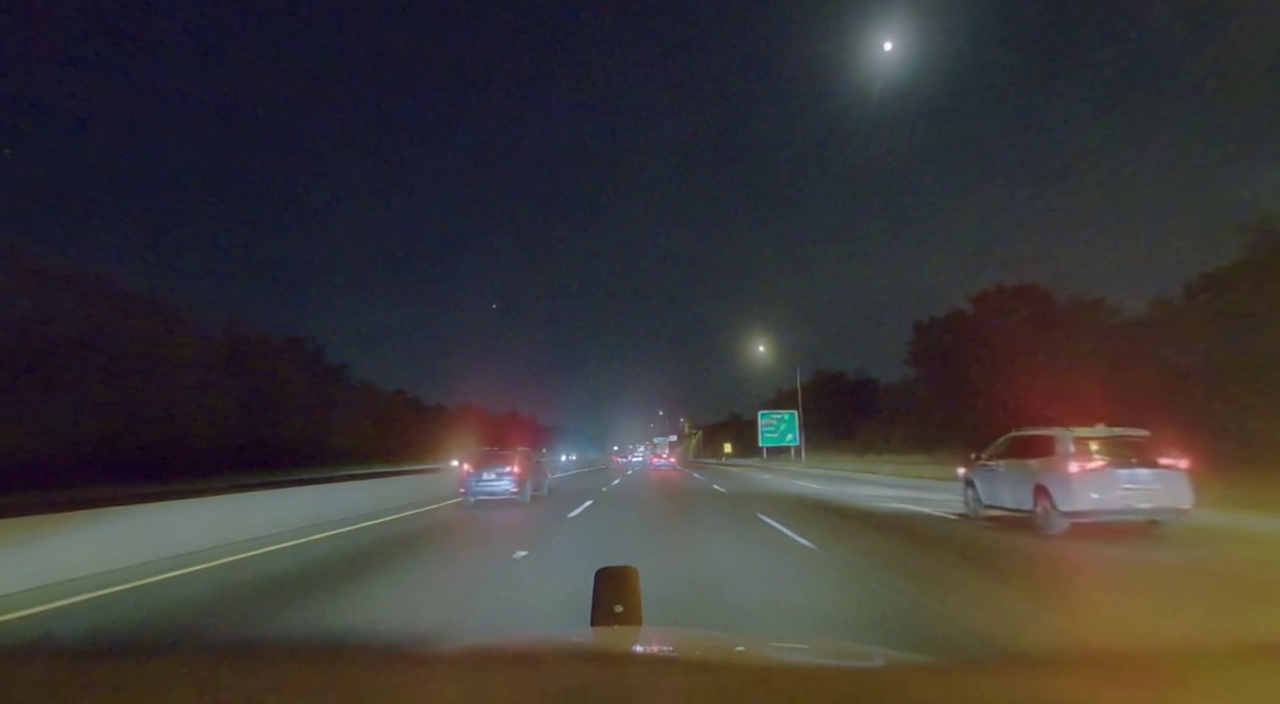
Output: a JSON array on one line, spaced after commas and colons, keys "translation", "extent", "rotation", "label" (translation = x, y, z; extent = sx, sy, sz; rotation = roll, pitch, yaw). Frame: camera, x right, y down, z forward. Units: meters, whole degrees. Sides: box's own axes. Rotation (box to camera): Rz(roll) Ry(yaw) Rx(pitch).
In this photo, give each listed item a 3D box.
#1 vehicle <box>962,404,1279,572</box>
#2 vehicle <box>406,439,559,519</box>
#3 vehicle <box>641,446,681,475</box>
[{"translation": [6.351, 1.683, 8.446], "extent": [2.143, 1.667, 4.221], "rotation": [-2, -9, 7], "label": "vehicle"}, {"translation": [-3.526, 2.921, 14.978], "extent": [2.084, 1.594, 4.219], "rotation": [-2, -9, 8], "label": "vehicle"}, {"translation": [1.286, 6.323, 36.762], "extent": [1.969, 1.595, 3.964], "rotation": [-2, -9, 8], "label": "vehicle"}]
